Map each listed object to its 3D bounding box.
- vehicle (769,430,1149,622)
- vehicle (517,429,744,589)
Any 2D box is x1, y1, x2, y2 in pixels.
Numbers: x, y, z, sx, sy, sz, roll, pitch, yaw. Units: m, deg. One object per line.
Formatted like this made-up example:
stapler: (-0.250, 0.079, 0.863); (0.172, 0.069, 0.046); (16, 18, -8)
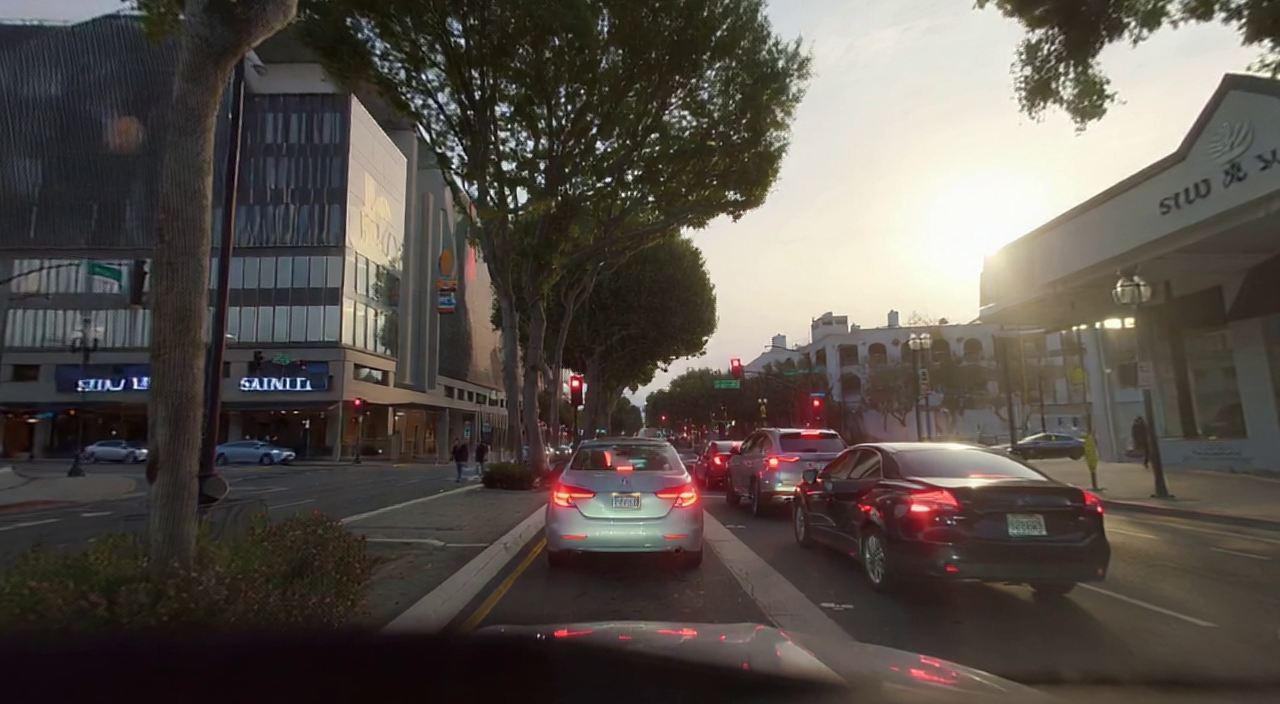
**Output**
vehicle: (2.901, 1.650, 7.026); (1.893, 1.446, 4.270); (0, -8, -2)
vehicle: (-0.101, 1.755, 7.943); (2.087, 1.456, 4.143); (0, -8, 0)
